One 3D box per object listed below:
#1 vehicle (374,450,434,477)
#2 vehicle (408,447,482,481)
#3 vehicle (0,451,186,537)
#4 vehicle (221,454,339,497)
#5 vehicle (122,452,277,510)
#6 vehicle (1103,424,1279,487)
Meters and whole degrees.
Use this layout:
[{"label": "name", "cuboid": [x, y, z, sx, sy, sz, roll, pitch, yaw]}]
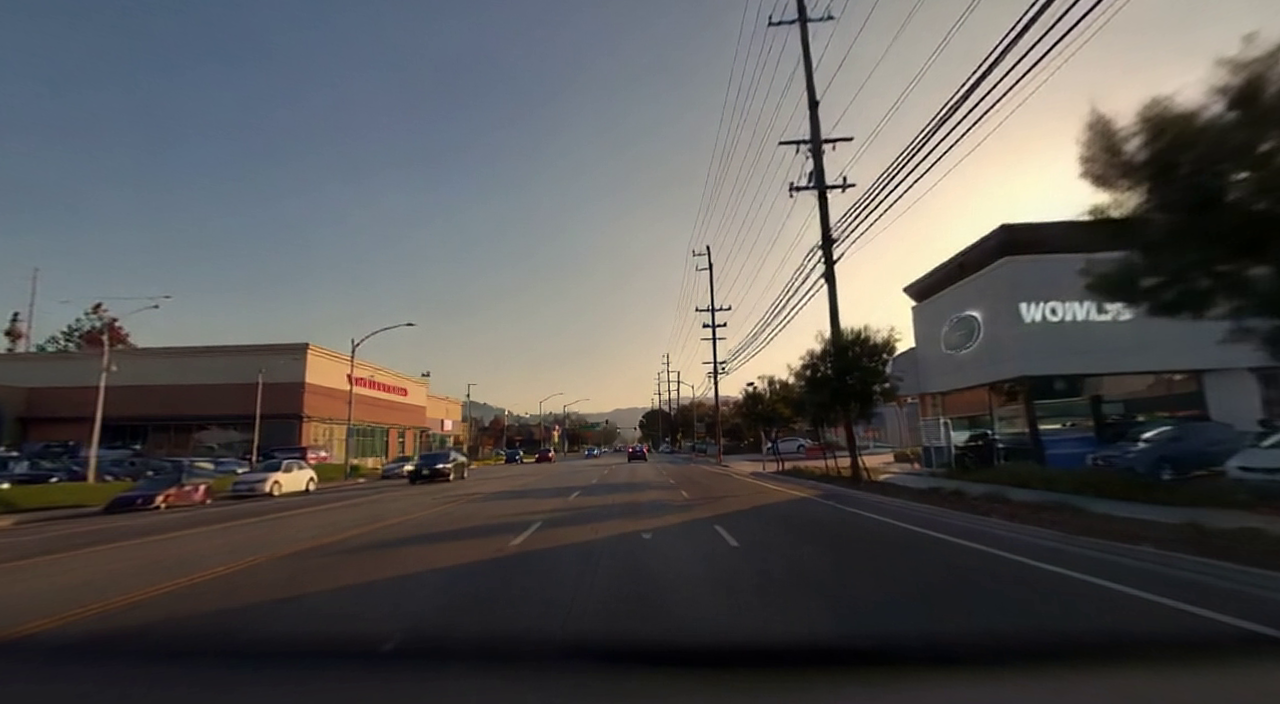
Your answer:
[{"label": "vehicle", "cuboid": [-14.905, 7.069, 40.251, 1.954, 1.519, 5.051, -1, -8, -1]}, {"label": "vehicle", "cuboid": [-9.188, 5.274, 30.192, 1.988, 1.472, 4.633, 0, -8, 1]}, {"label": "vehicle", "cuboid": [-13.752, 3.281, 15.188, 1.793, 1.534, 5.400, -2, -7, -1]}, {"label": "vehicle", "cuboid": [-14.446, 4.956, 25.774, 1.927, 1.427, 5.198, 1, -8, -3]}, {"label": "vehicle", "cuboid": [-13.882, 4.034, 20.304, 1.891, 1.565, 4.315, 1, -8, -1]}, {"label": "vehicle", "cuboid": [14.627, 2.557, 15.784, 4.524, 1.454, 1.983, 0, -8, -1]}]
